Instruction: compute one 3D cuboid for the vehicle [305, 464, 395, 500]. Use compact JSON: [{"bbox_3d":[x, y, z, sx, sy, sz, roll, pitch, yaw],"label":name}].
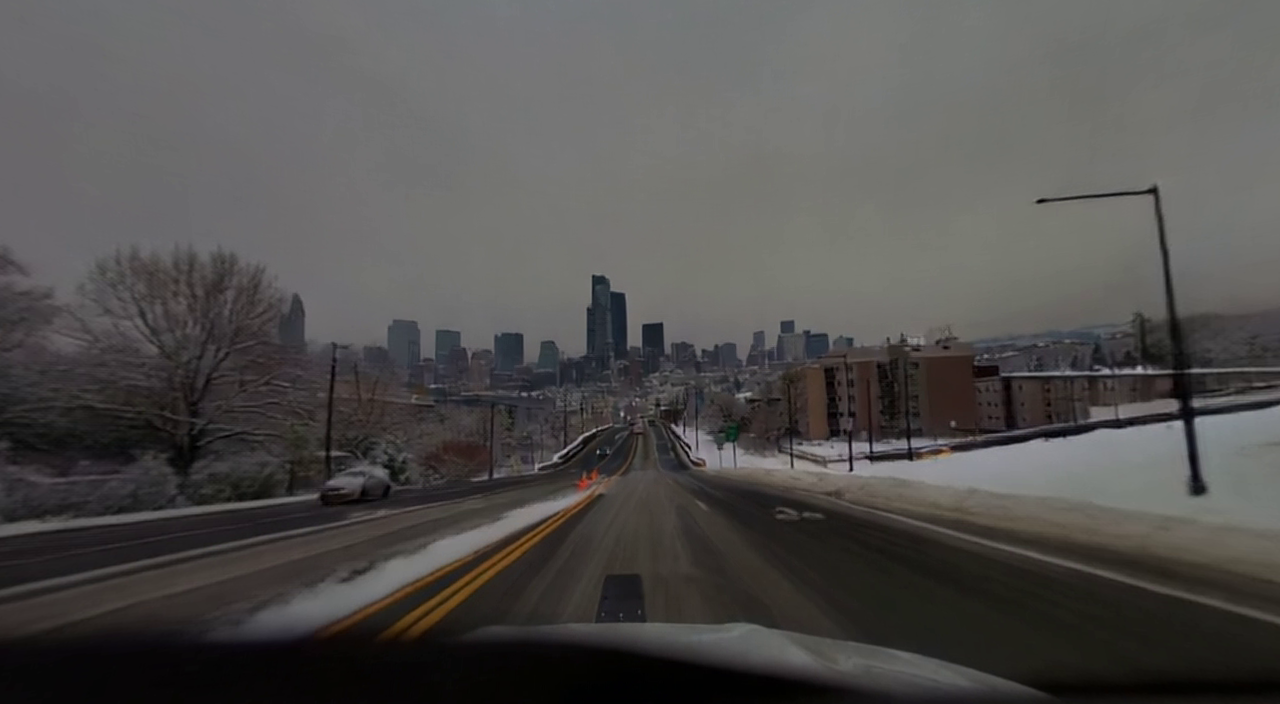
[{"bbox_3d":[-13.063,5.876,28.808,1.989,1.461,4.426,0,-10,0],"label":"vehicle"}]
